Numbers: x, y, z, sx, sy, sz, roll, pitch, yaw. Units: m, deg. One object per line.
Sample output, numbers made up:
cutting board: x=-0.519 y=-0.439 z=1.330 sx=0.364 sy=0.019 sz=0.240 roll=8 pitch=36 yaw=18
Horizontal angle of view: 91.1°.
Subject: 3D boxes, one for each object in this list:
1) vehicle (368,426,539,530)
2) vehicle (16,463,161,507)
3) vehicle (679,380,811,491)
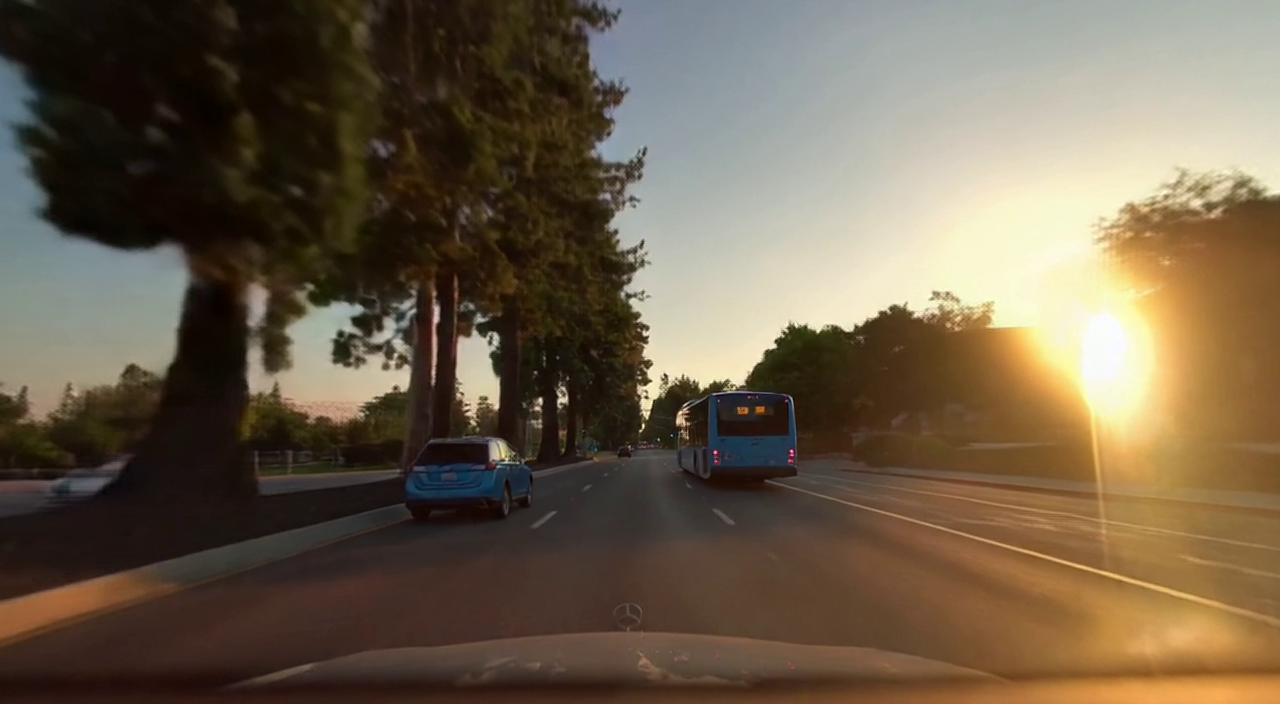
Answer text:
vehicle: x=-3.559 y=2.479 z=13.003 sx=2.111 sy=1.767 sz=4.333 roll=0 pitch=-8 yaw=1
vehicle: x=-22.110 y=5.326 z=25.453 sx=1.812 sy=1.476 sz=4.383 roll=0 pitch=-8 yaw=2
vehicle: x=3.501 y=3.410 z=25.073 sx=3.072 sy=3.278 sz=12.747 roll=0 pitch=-8 yaw=0
